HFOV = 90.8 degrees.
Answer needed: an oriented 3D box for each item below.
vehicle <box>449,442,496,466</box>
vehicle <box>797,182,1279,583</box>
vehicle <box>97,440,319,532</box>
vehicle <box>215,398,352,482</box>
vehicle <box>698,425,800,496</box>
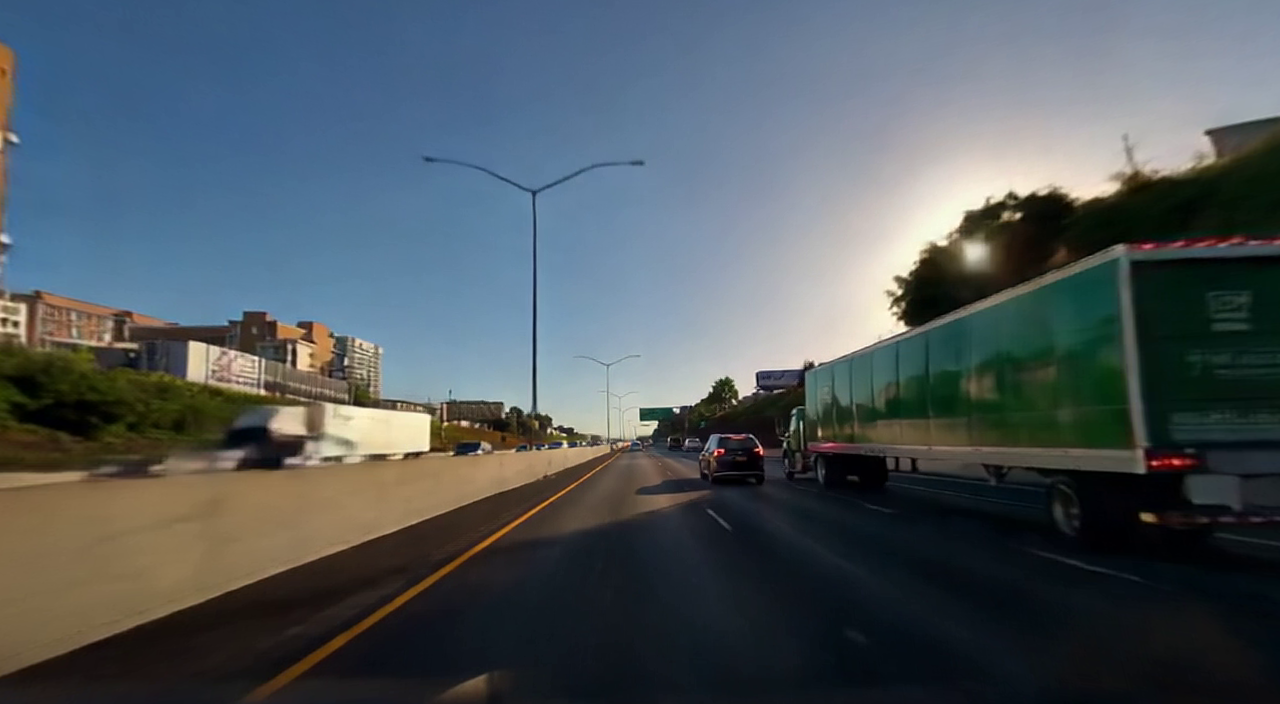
[{"bbox_3d":[-10.980,6.727,41.707,1.943,1.468,4.227,0,-9,0],"label":"vehicle"},{"bbox_3d":[6.836,1.288,13.627,2.864,4.060,14.637,0,-8,-1],"label":"vehicle"},{"bbox_3d":[-7.572,2.335,11.521,1.613,1.392,3.376,0,-8,1],"label":"vehicle"},{"bbox_3d":[-18.532,4.696,33.587,2.999,3.935,7.111,0,-8,0],"label":"vehicle"},{"bbox_3d":[2.867,2.977,17.656,1.973,1.710,4.476,0,-8,-1],"label":"vehicle"}]
